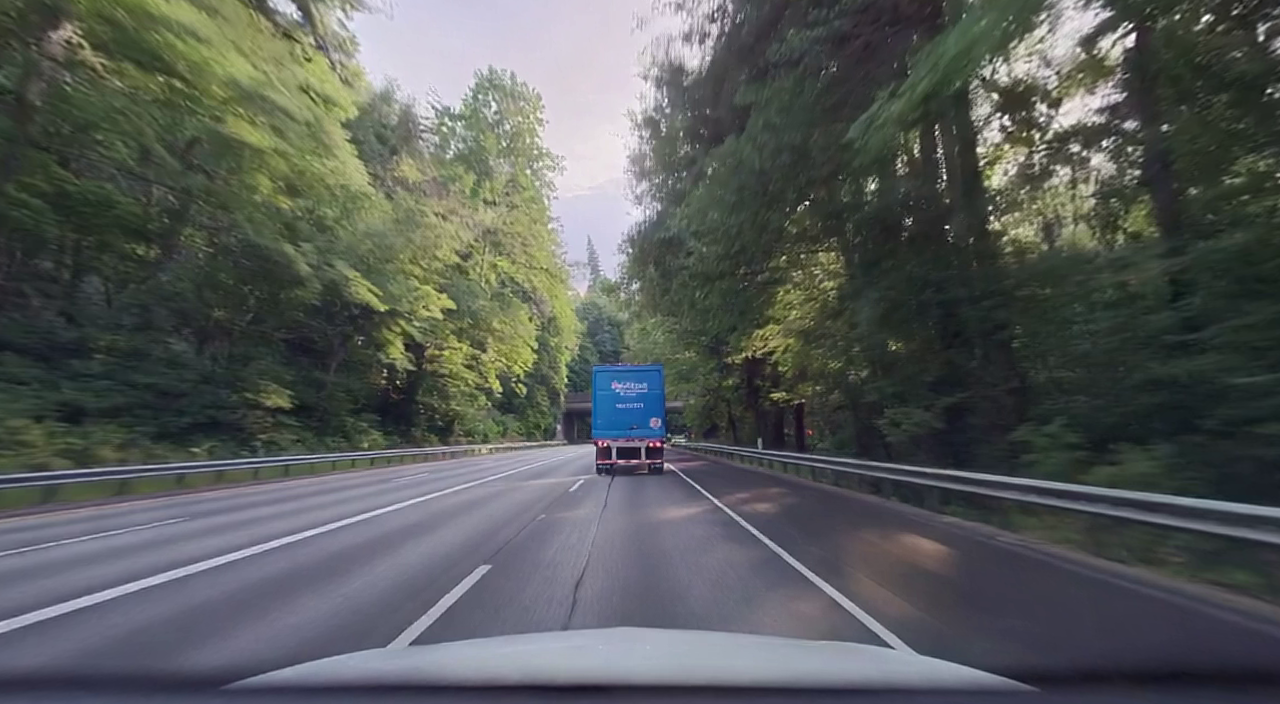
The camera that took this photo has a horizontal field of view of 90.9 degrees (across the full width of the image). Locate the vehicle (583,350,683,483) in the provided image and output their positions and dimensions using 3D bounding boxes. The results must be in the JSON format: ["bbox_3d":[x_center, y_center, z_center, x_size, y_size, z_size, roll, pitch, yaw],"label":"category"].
[{"bbox_3d":[-0.429,2.529,23.536,2.895,3.861,10.213,0,-8,-2],"label":"vehicle"}]
